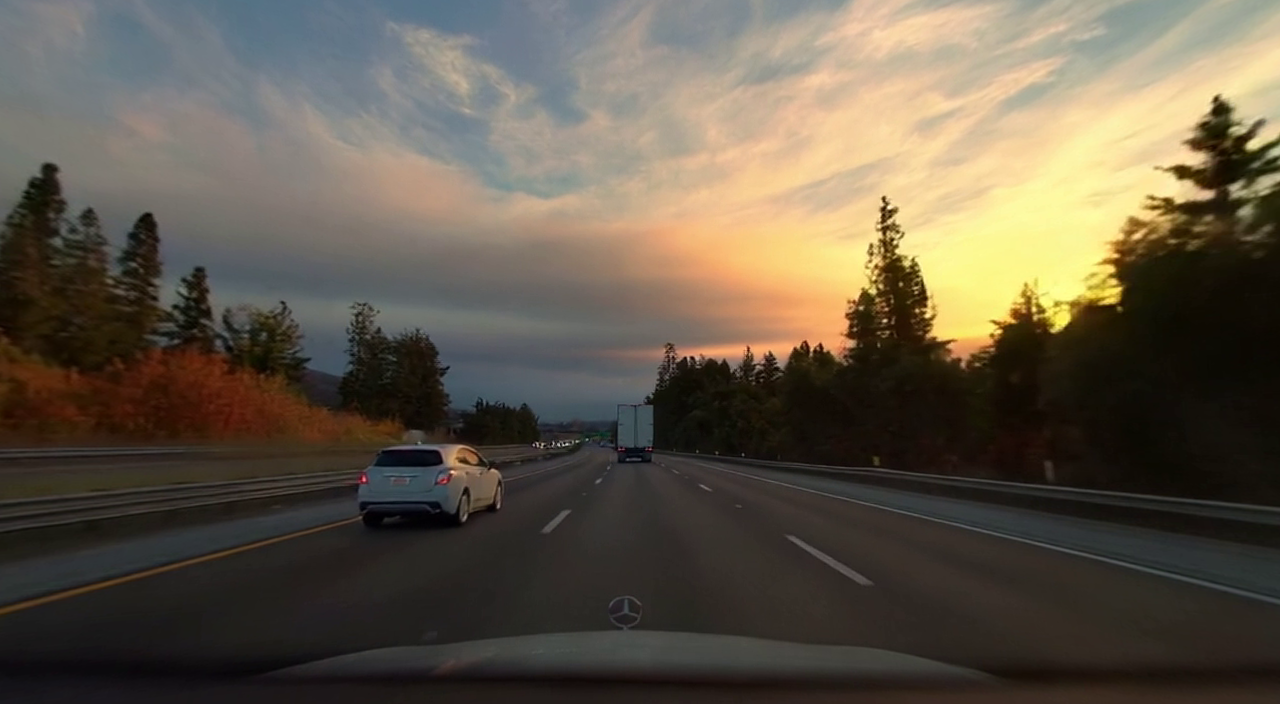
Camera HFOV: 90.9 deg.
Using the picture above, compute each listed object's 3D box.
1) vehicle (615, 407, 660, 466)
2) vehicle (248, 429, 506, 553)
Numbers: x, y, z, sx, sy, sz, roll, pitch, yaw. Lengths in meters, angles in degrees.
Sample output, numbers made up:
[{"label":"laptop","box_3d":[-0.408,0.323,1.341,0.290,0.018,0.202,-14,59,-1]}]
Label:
[{"label":"vehicle","box_3d":[-0.357,6.479,47.520,2.962,3.953,10.696,0,-9,-2]},{"label":"vehicle","box_3d":[-3.734,2.072,10.143,2.080,1.488,4.781,0,-9,0]}]
